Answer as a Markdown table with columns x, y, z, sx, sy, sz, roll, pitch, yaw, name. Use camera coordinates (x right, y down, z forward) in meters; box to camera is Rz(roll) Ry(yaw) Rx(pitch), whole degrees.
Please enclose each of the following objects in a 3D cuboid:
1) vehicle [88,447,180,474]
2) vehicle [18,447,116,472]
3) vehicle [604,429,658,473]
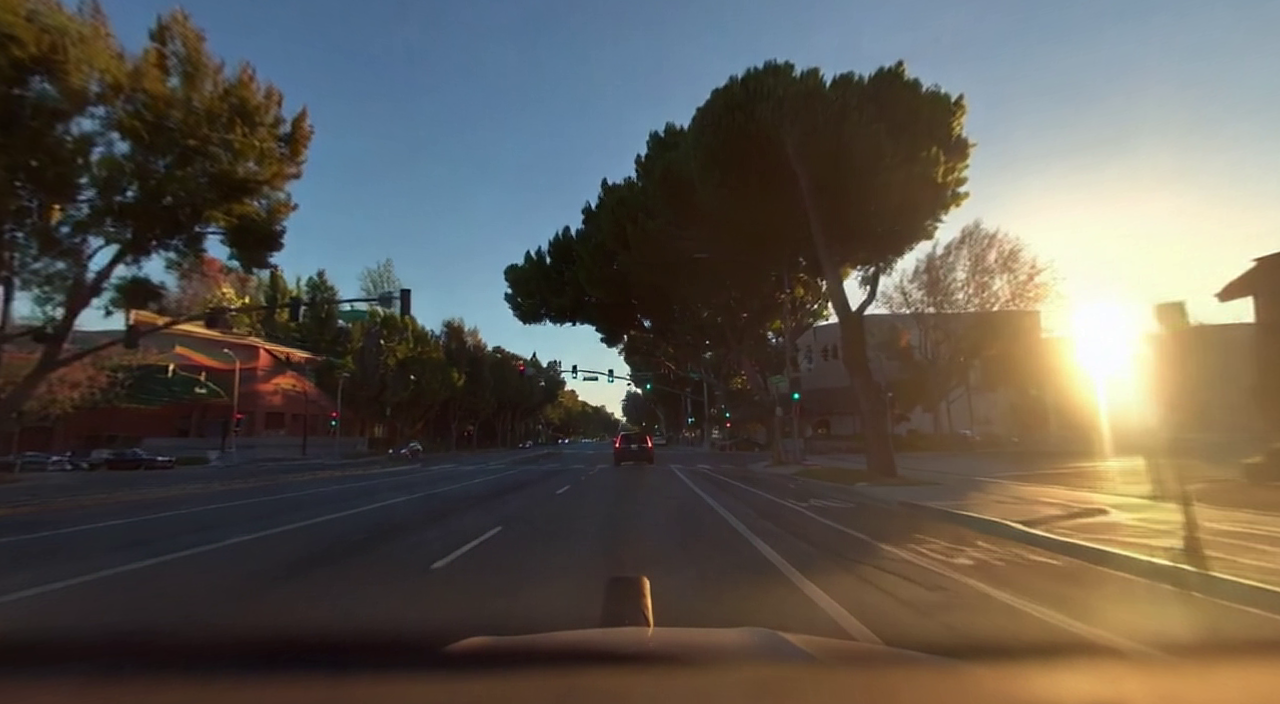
| x | y | z | sx | sy | sz | roll | pitch | yaw | name |
| --- | --- | --- | --- | --- | --- | --- | --- | --- | --- |
| -30.592 | 6.496 | 38.094 | 4.504 | 1.524 | 2.226 | -3 | -9 | 21 | vehicle |
| -39.270 | 7.359 | 43.257 | 4.713 | 1.693 | 2.018 | 0 | -8 | 1 | vehicle |
| -0.382 | 4.310 | 27.590 | 2.169 | 1.751 | 4.276 | 0 | -8 | -1 | vehicle |
